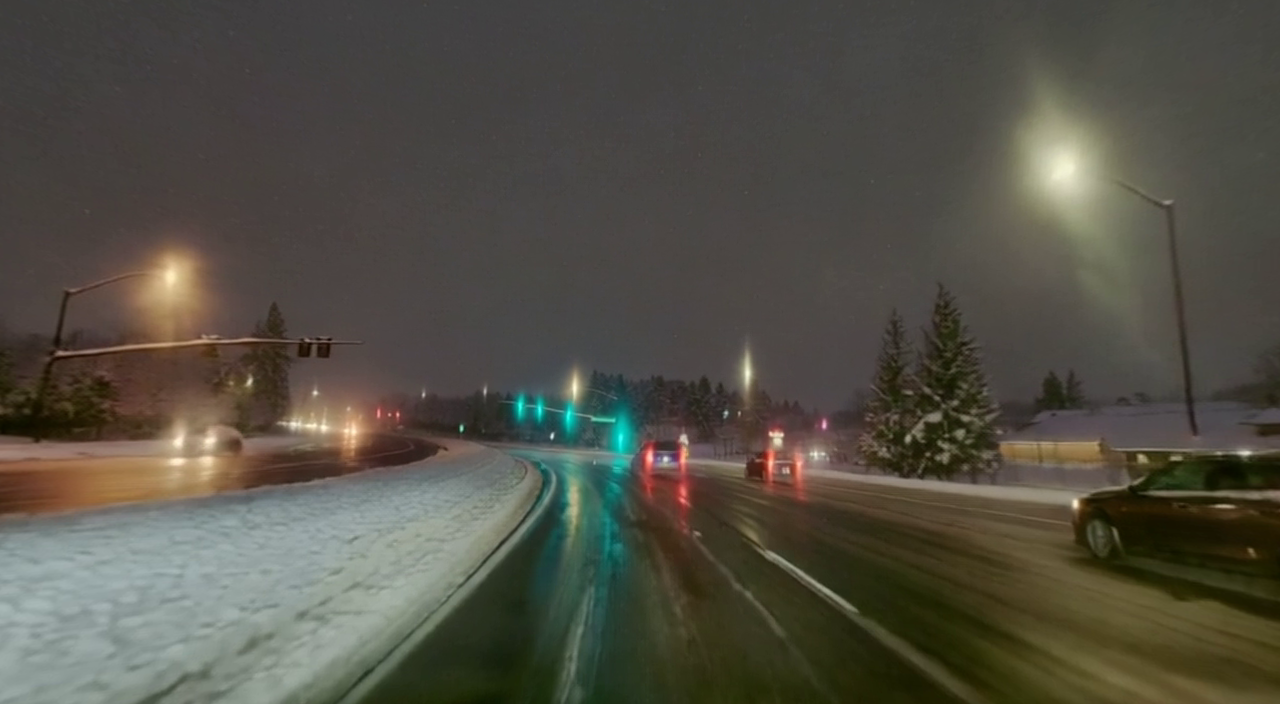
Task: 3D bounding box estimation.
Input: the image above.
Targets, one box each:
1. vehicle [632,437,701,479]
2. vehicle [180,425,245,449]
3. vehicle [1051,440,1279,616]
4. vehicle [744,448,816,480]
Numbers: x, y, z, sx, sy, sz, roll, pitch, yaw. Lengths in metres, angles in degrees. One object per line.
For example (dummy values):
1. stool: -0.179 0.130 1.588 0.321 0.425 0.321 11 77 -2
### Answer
1. vehicle: 1.040 4.588 27.681 2.122 1.646 4.525 2 -9 -10
2. vehicle: -28.677 5.770 42.547 1.915 1.500 4.652 2 -9 -12
3. vehicle: 6.348 1.580 5.933 1.882 1.476 4.344 0 -8 -3
4. vehicle: 6.999 5.632 32.181 1.940 1.460 4.652 2 -8 -10
